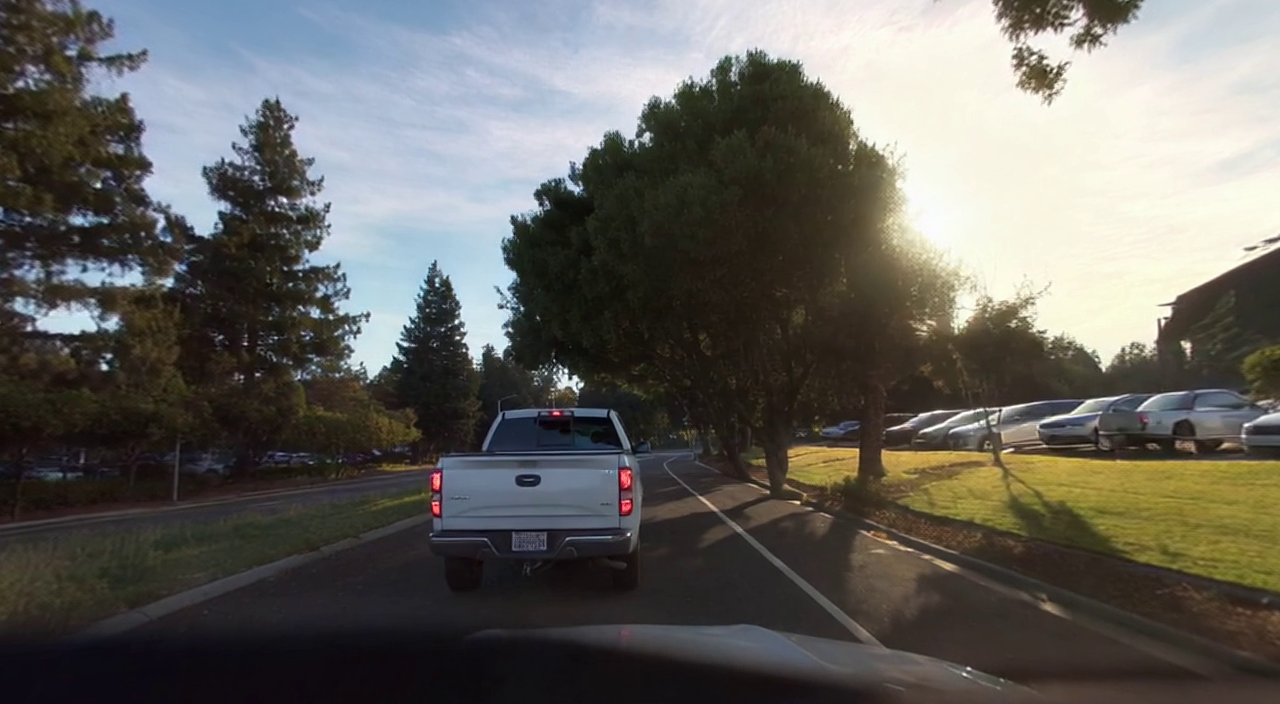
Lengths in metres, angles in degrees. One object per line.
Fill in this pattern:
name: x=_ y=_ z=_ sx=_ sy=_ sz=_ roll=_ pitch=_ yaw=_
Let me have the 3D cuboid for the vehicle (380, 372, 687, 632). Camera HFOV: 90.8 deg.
vehicle: x=-0.681 y=1.419 z=7.033 sx=2.157 sy=1.816 sz=5.039 roll=0 pitch=-8 yaw=2

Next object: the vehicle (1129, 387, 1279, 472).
vehicle: x=11.883 y=1.402 z=11.478 sx=4.298 sy=1.392 sz=1.944 roll=-1 pitch=-8 yaw=2
